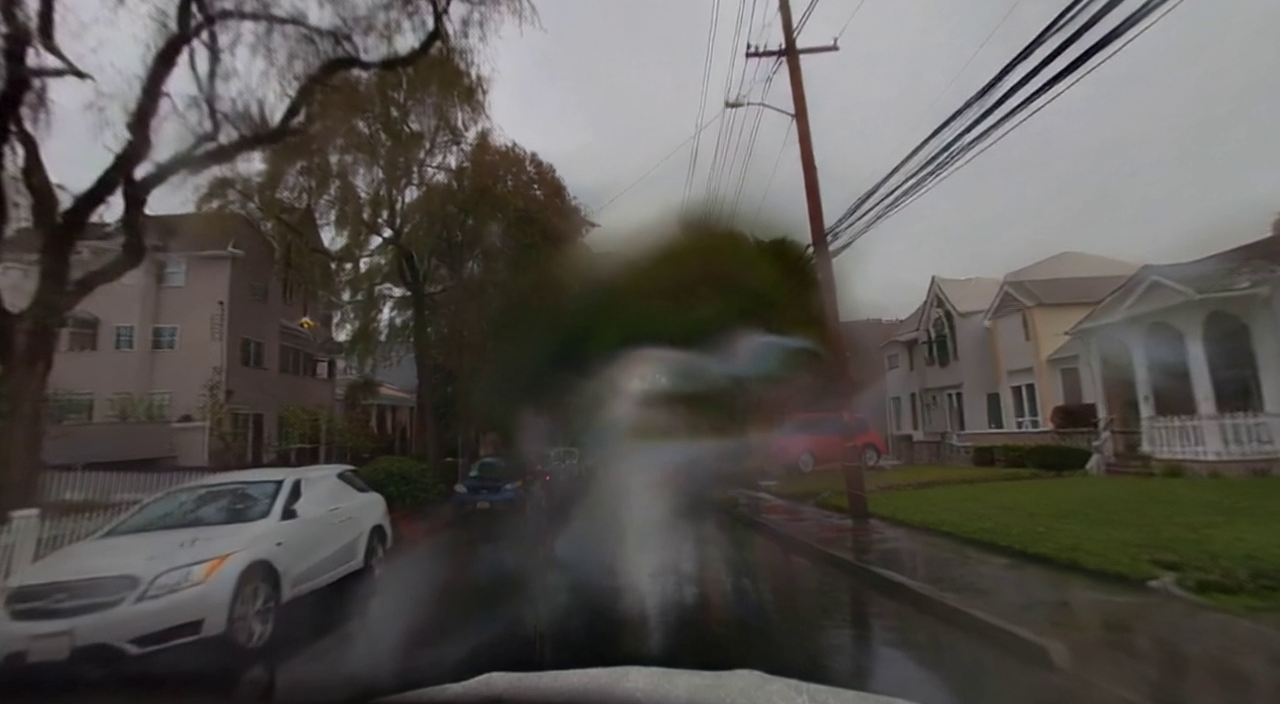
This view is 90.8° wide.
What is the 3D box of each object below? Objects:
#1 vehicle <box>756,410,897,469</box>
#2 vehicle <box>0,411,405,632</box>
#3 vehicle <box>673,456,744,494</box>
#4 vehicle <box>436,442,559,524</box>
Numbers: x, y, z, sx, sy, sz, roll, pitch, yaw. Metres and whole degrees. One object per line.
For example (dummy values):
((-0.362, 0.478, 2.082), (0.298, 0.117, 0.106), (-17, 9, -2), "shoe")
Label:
((6.374, 3.022, 21.951), (4.249, 1.905, 1.904), (0, -8, -3), "vehicle")
((-4.995, 1.518, 5.972), (4.537, 1.595, 2.471), (1, -13, -2), "vehicle")
((3.122, 5.586, 29.008), (3.005, 1.535, 4.025), (-1, -8, 6), "vehicle")
((-3.113, 2.937, 14.889), (2.081, 1.589, 4.691), (0, -8, -3), "vehicle")
